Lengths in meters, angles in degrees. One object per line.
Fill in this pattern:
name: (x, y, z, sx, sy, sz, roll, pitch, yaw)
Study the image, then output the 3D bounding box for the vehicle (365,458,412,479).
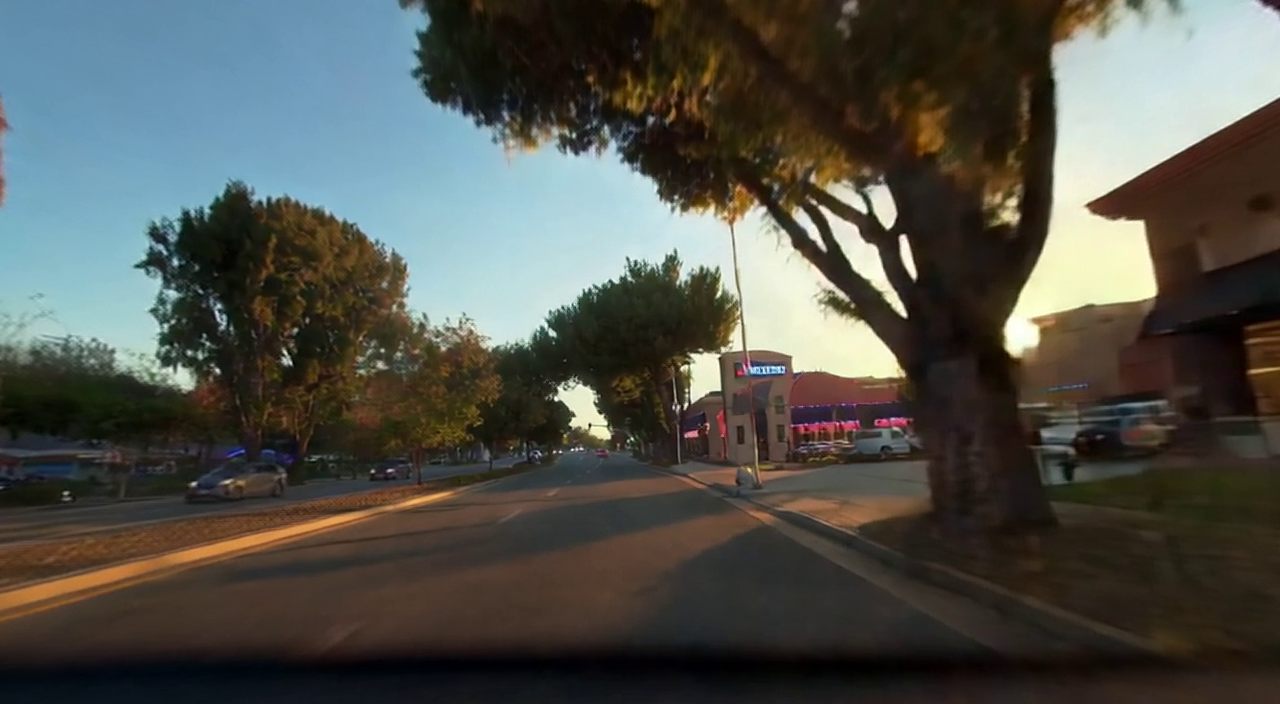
vehicle: (-19.597, 9.059, 49.197, 1.834, 1.469, 4.496, 0, -8, -1)

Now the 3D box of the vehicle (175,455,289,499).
vehicle: (-18.914, 5.788, 29.521, 2.067, 1.806, 4.832, 0, -8, 0)
